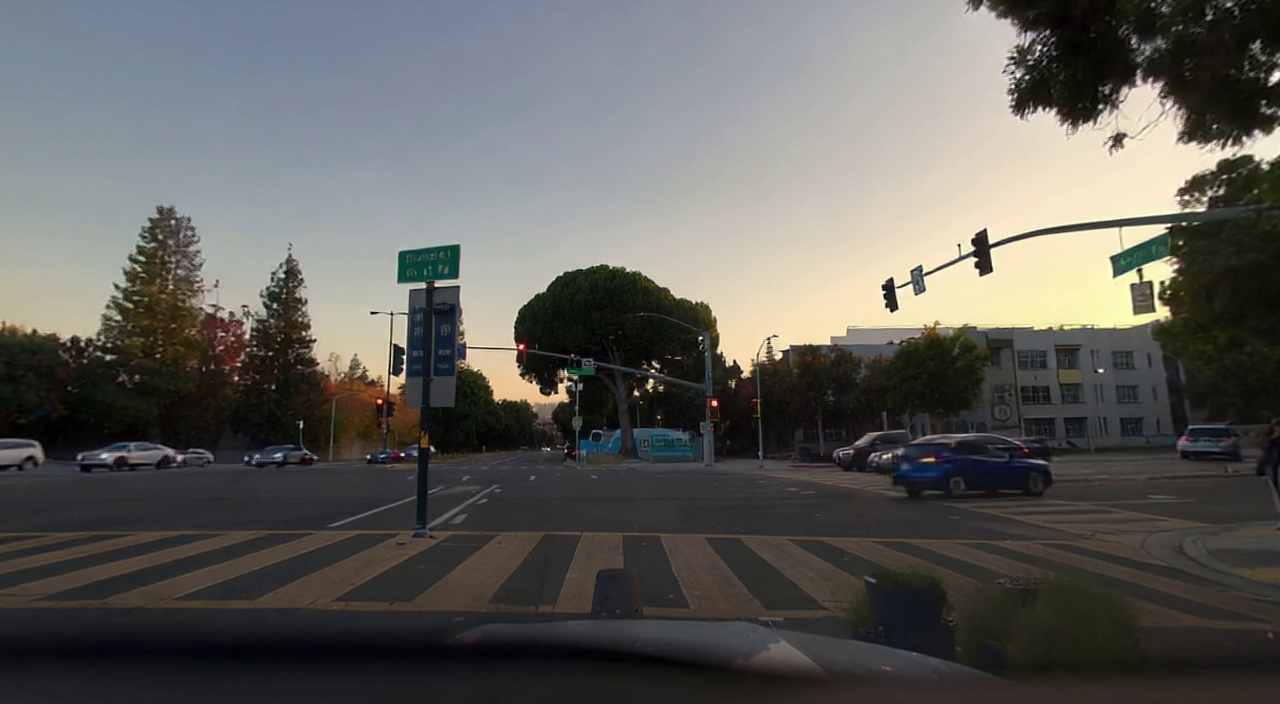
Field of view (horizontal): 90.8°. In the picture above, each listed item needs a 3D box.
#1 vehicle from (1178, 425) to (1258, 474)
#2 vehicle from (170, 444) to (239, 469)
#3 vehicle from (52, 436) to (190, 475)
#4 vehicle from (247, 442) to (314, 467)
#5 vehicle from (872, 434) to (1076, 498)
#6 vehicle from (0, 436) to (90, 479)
[{"bbox_3d":[23.648,4.007,26.014,2.066,1.821,4.509,-7,-11,39],"label":"vehicle"},{"bbox_3d":[-31.041,7.429,45.208,2.069,1.660,4.302,0,-8,-4],"label":"vehicle"},{"bbox_3d":[-27.315,5.475,33.643,2.388,1.858,6.056,0,-8,-2],"label":"vehicle"},{"bbox_3d":[-24.453,6.944,43.142,2.056,1.604,4.436,0,-8,-2],"label":"vehicle"},{"bbox_3d":[8.719,2.967,16.713,4.312,1.540,2.007,1,-8,-8],"label":"vehicle"},{"bbox_3d":[-30.712,5.137,30.889,2.456,1.961,5.978,0,-8,-3],"label":"vehicle"}]
